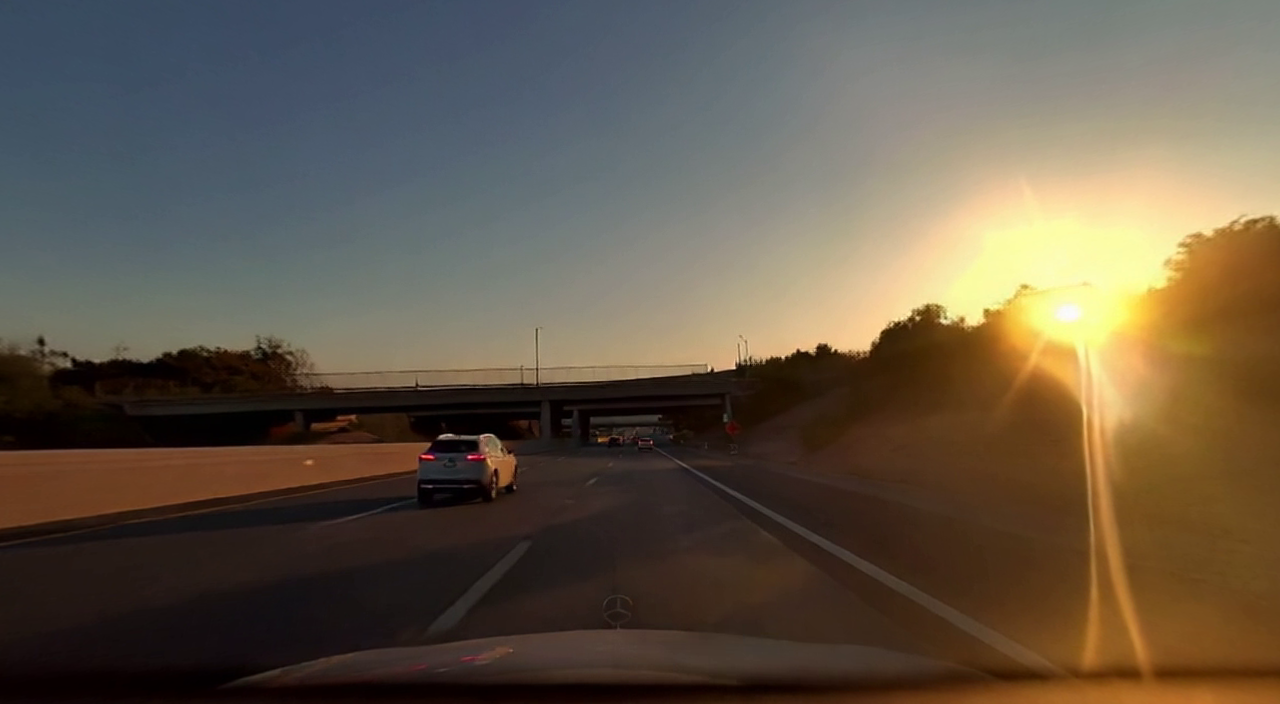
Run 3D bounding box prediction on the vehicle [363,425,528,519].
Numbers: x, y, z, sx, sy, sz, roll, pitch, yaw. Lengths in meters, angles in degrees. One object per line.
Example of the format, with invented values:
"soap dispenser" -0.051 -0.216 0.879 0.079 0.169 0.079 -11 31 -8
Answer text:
"vehicle" -3.724 2.352 12.993 2.039 1.589 4.324 0 -8 0
